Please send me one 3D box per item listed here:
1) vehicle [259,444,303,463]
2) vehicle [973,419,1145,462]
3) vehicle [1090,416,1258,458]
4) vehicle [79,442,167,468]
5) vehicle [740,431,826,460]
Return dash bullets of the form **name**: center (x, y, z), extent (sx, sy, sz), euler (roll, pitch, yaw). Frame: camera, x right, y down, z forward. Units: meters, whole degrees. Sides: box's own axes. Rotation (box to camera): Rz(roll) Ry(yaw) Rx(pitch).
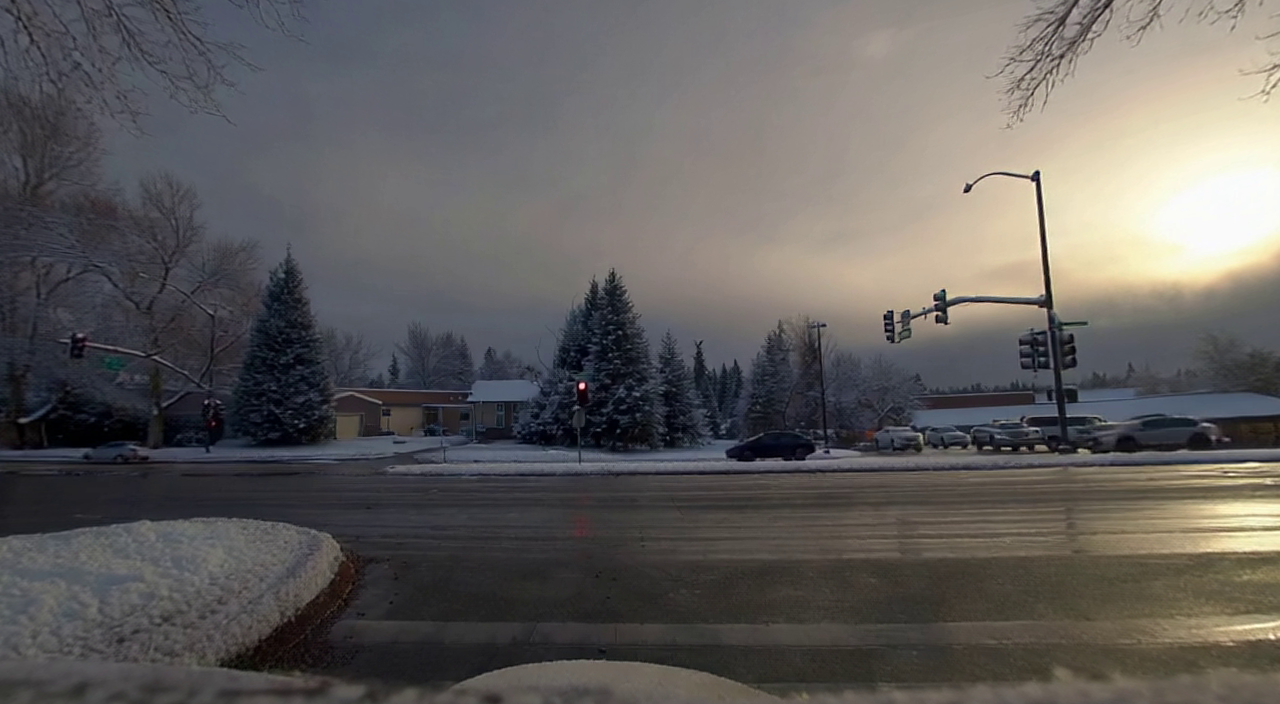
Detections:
- **vehicle**: center (-28.076, 7.923, 49.557), extent (2.235, 1.417, 4.272), euler (3, -9, -19)
- **vehicle**: center (15.021, 3.220, 22.948), extent (4.749, 1.461, 1.892), euler (-1, -9, 9)
- **vehicle**: center (21.381, 3.447, 25.528), extent (4.677, 1.593, 2.029), euler (-2, -9, 11)
- **vehicle**: center (-31.541, 6.282, 38.584), extent (4.020, 1.517, 1.855), euler (-2, -9, 10)
- **vehicle**: center (7.847, 5.165, 34.970), extent (4.488, 1.536, 1.849), euler (-2, -9, 11)
